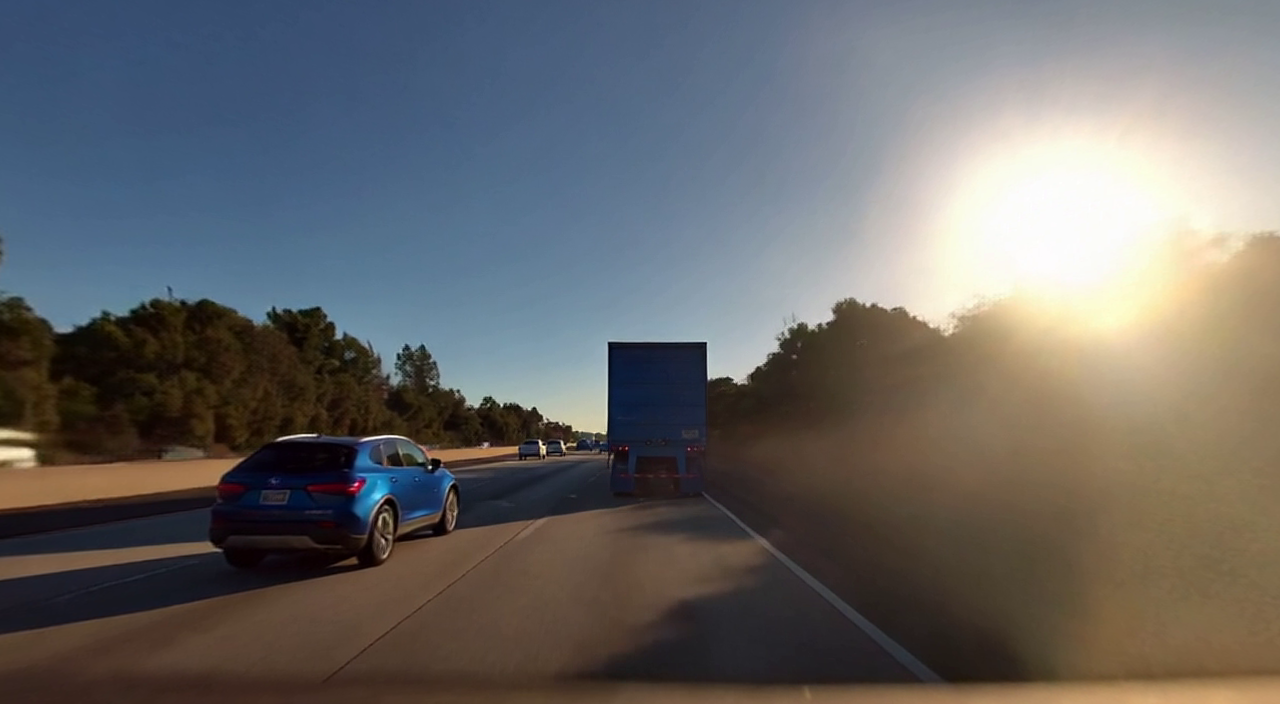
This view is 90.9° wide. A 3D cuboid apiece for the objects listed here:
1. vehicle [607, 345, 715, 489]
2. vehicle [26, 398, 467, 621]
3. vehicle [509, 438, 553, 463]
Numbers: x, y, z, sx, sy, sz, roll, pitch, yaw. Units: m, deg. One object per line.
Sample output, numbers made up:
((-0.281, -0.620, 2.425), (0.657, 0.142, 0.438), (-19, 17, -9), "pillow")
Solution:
((0.573, 2.500, 22.243), (2.870, 3.841, 10.653), (0, -8, 0), "vehicle")
((-3.566, 1.507, 6.959), (2.077, 1.671, 4.249), (0, -8, 0), "vehicle")
((-6.750, 6.188, 39.585), (1.882, 1.451, 4.416), (0, -8, 1), "vehicle")
